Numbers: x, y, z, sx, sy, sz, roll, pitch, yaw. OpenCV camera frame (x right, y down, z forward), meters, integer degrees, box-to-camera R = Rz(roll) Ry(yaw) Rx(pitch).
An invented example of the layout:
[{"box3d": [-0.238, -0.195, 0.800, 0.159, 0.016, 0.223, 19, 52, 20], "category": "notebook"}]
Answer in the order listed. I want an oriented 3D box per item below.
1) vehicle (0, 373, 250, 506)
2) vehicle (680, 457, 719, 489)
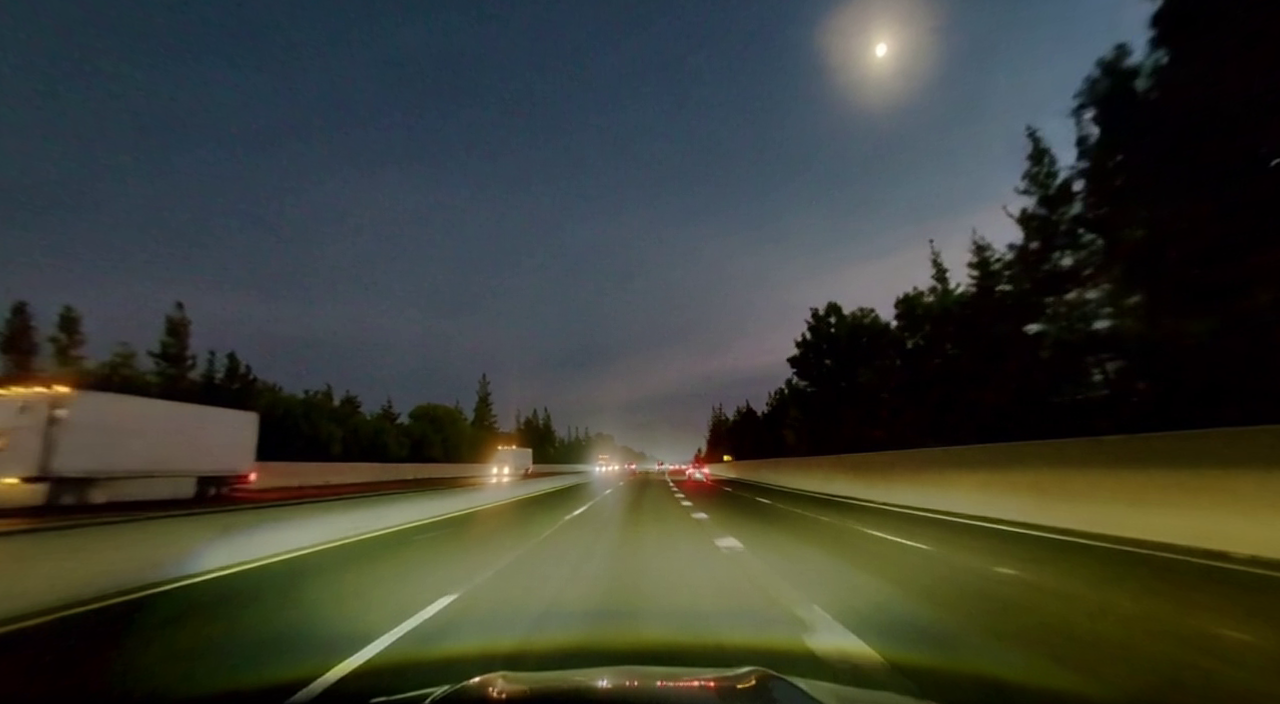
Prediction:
[{"box3d": [-21.560, 3.739, 25.363, 2.926, 4.109, 13.439, 1, -10, 1], "category": "vehicle"}, {"box3d": [3.785, 7.855, 40.984, 2.093, 1.933, 4.623, 1, -10, 0], "category": "vehicle"}]
